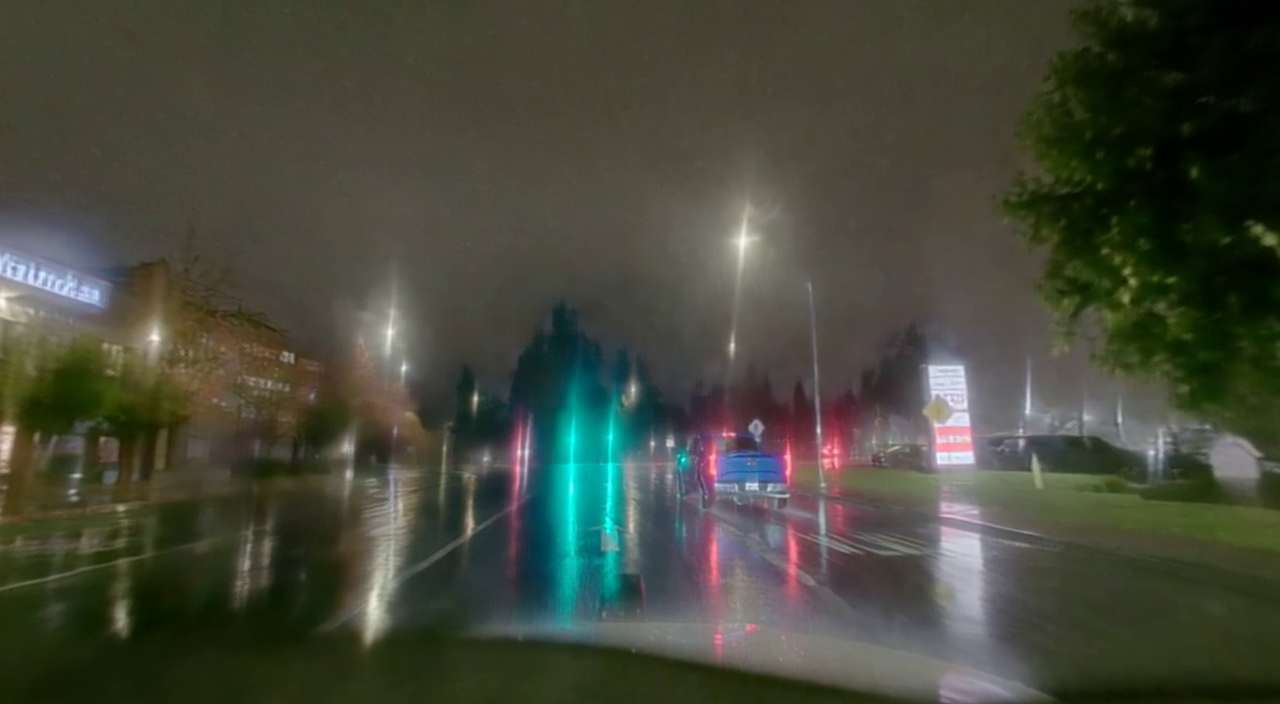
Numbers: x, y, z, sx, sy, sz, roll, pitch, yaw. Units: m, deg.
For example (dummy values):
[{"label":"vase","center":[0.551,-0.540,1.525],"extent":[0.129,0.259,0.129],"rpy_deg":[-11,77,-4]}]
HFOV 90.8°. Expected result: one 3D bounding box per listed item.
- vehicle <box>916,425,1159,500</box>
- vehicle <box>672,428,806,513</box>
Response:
[{"label":"vehicle","center":[14.976,4.224,24.206],"extent":[7.551,2.142,2.896],"rpy_deg":[5,-10,-3]},{"label":"vehicle","center":[2.443,3.154,17.472],"extent":[2.402,1.922,5.677],"rpy_deg":[1,-8,-4]}]
